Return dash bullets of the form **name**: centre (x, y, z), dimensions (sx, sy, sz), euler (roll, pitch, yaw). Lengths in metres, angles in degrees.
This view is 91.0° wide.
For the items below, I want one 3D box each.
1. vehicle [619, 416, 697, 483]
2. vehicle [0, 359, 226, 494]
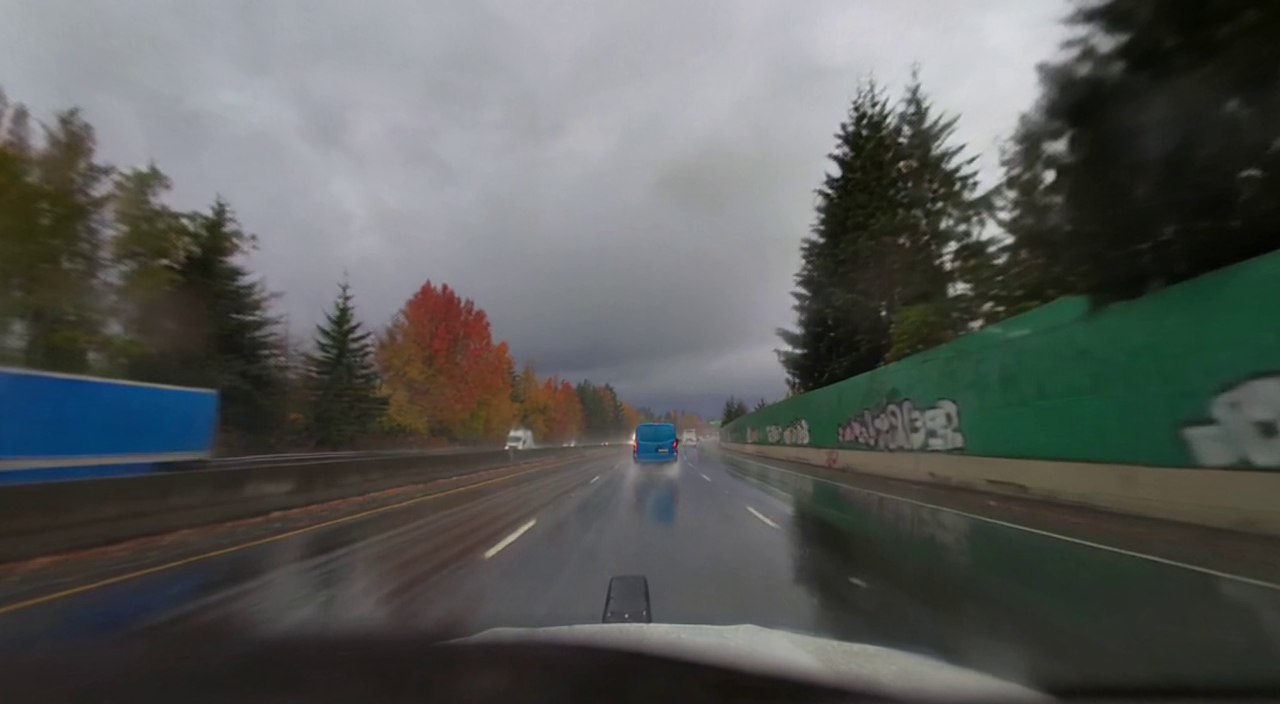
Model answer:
- **vehicle**: centre (0.531, 3.183, 20.728), dimensions (2.283, 1.956, 4.421), euler (0, -8, 0)
- **vehicle**: centre (-20.943, 2.707, 22.148), dimensions (2.949, 4.093, 14.052), euler (0, -8, 1)
